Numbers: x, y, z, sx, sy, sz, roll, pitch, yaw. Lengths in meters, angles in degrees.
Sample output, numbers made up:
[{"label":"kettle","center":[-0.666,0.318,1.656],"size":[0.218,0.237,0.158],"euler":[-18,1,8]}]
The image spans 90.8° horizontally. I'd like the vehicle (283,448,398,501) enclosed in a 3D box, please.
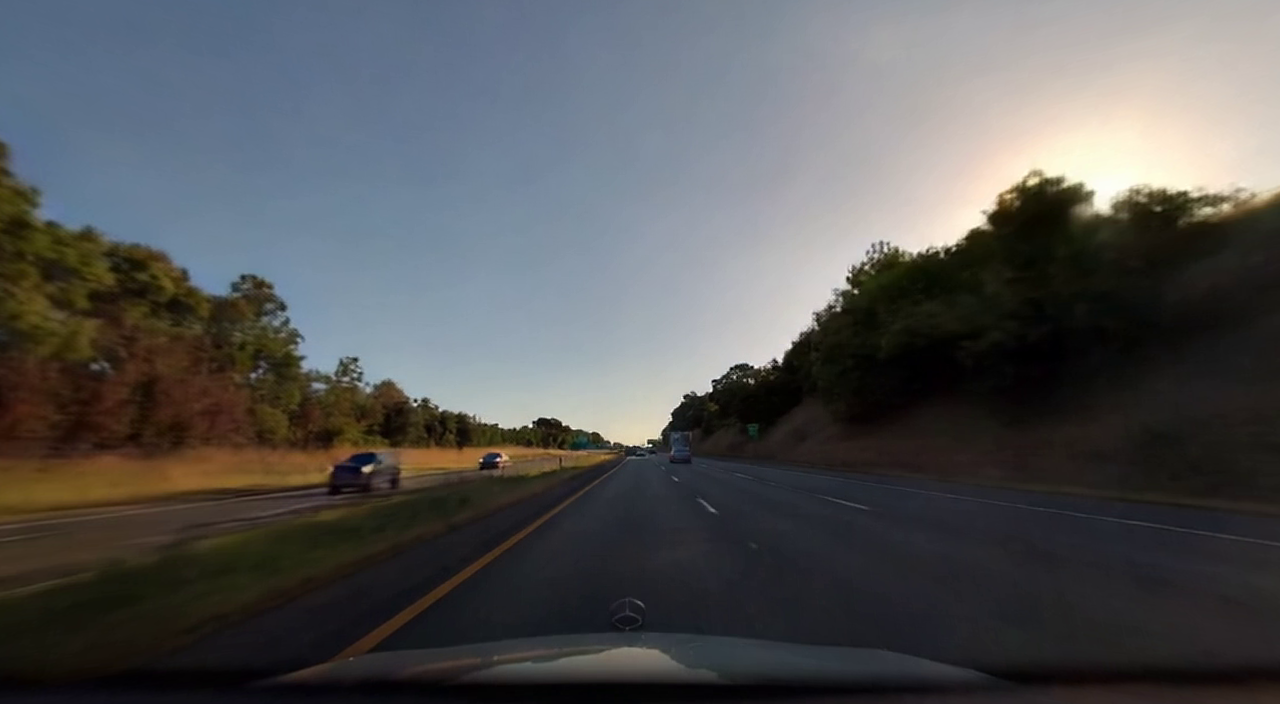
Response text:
[{"label":"vehicle","center":[-11.854,4.832,25.491],"size":[2.086,1.888,5.105],"euler":[0,-9,0]}]
